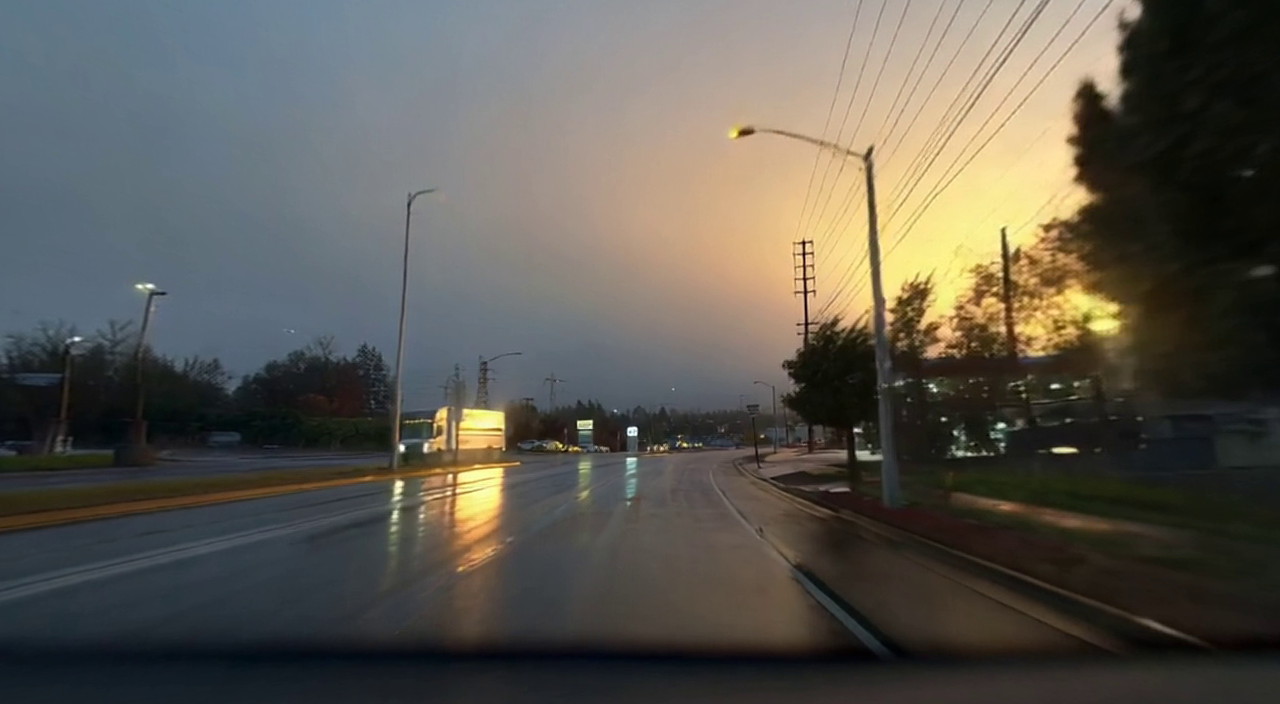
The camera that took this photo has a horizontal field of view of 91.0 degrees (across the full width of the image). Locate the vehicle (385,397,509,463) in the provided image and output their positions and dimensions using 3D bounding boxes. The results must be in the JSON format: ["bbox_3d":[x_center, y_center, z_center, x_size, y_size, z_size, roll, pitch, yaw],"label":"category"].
[{"bbox_3d":[-12.848,5.539,43.545,2.994,3.930,11.114,-2,-9,12],"label":"vehicle"}]
